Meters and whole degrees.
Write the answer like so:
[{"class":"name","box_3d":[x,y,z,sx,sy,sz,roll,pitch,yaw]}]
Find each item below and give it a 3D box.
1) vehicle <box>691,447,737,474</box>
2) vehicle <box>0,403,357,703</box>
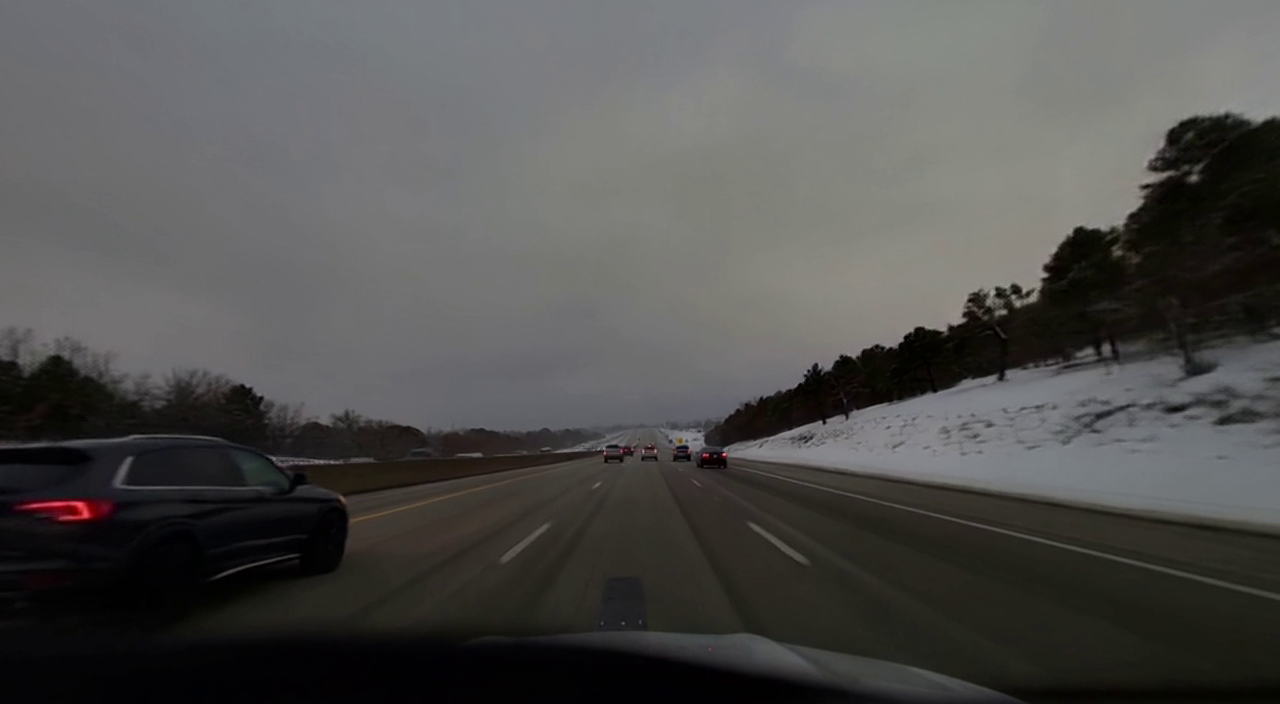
[{"class":"vehicle","box_3d":[3.912,5.778,33.858,1.976,1.352,3.602,0,-8,-1]},{"class":"vehicle","box_3d":[-3.865,1.218,4.397,1.910,1.521,3.930,0,-8,1]}]
